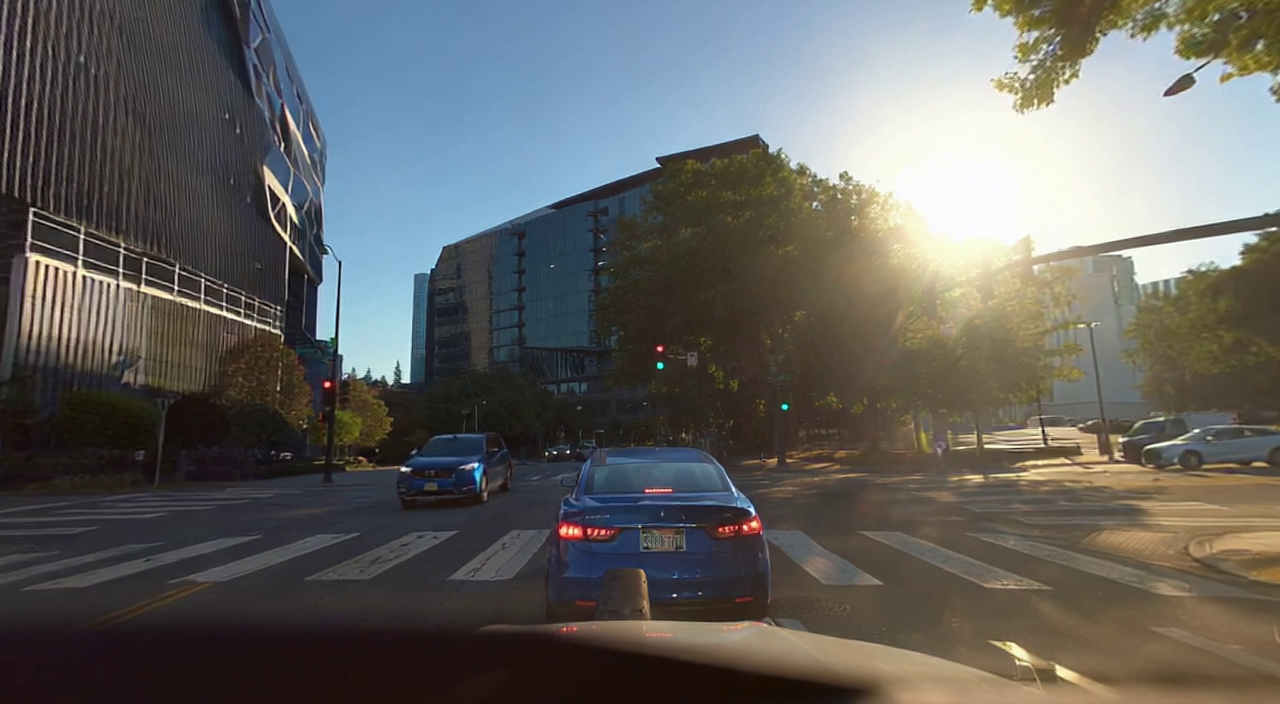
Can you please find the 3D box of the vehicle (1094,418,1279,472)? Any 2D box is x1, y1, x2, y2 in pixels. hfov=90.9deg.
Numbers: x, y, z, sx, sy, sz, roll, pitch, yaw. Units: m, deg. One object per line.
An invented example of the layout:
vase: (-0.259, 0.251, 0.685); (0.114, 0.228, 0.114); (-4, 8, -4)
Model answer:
vehicle: (19.135, 3.266, 22.220); (4.675, 1.772, 1.945); (0, -8, 0)

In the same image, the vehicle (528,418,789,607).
vehicle: (-0.139, 1.653, 7.492); (1.893, 1.532, 4.145); (2, -9, -16)

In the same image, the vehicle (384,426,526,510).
vehicle: (-4.329, 2.791, 15.659); (2.006, 1.756, 4.599); (0, -8, 1)
